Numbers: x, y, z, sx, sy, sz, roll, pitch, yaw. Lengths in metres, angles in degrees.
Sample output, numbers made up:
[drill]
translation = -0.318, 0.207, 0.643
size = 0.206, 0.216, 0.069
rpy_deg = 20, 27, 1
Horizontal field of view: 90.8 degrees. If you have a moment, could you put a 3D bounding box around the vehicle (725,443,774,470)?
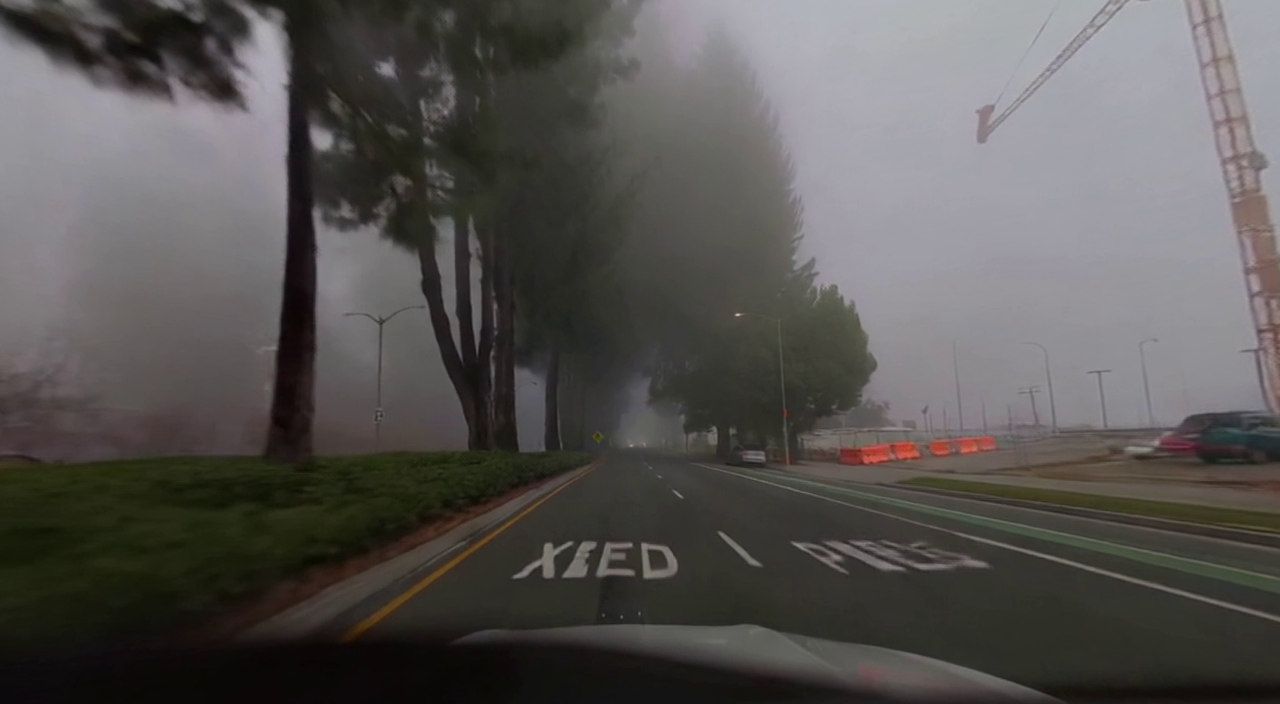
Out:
[vehicle]
translation = 6.794, 6.545, 39.685
size = 1.986, 1.498, 5.099
rpy_deg = 2, -9, -2
